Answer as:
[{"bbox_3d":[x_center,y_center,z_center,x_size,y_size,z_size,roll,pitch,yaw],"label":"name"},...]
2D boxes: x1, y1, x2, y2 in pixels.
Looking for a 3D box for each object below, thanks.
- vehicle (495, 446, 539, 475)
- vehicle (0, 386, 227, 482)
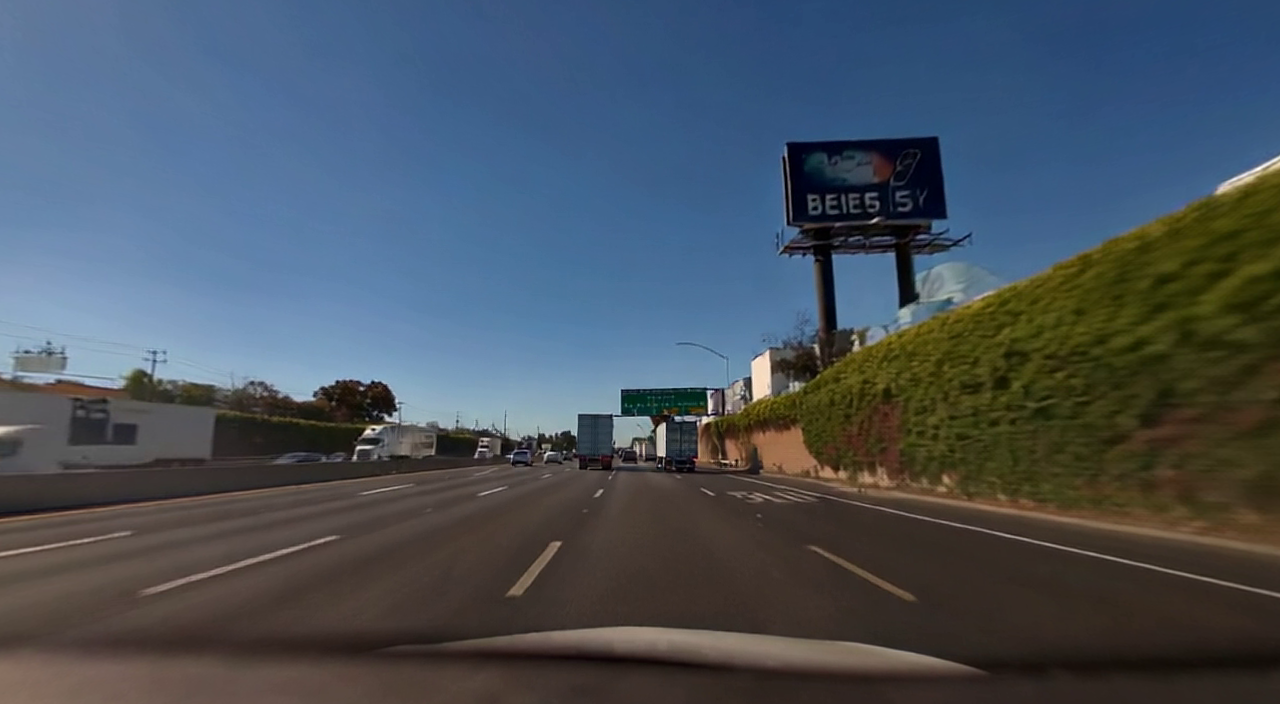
[{"bbox_3d":[-7.641,6.771,39.752,2.132,1.679,4.045,0,-9,-3],"label":"vehicle"},{"bbox_3d":[-23.016,3.760,28.193,2.915,3.535,9.511,0,-9,-2],"label":"vehicle"}]
